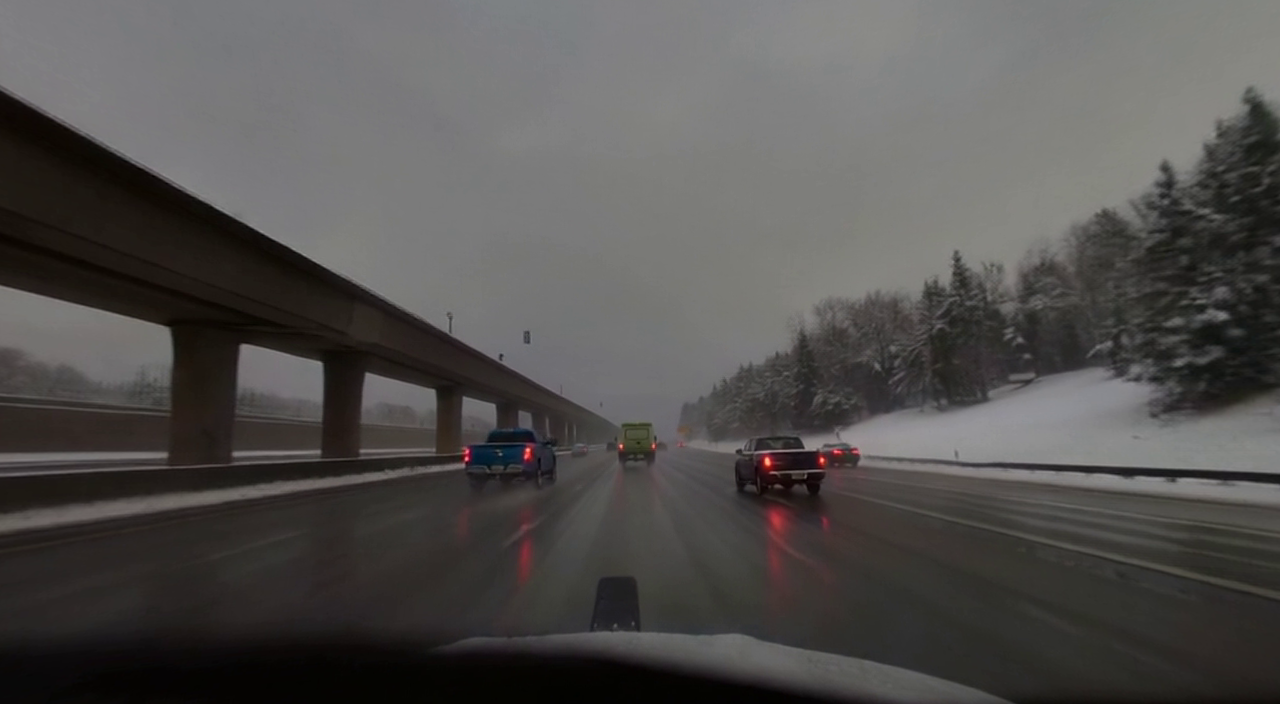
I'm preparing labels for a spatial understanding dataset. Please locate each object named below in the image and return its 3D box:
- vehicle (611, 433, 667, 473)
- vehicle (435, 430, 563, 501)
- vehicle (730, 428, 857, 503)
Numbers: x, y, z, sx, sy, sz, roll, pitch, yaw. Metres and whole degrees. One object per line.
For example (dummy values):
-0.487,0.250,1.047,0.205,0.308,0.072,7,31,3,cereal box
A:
-0.054,5.135,32.239,2.572,1.837,5.693,0,-9,0,vehicle
-3.767,3.164,18.026,2.535,1.715,5.030,0,-9,-1,vehicle
3.722,2.844,16.174,2.119,1.653,4.000,0,-9,-2,vehicle
